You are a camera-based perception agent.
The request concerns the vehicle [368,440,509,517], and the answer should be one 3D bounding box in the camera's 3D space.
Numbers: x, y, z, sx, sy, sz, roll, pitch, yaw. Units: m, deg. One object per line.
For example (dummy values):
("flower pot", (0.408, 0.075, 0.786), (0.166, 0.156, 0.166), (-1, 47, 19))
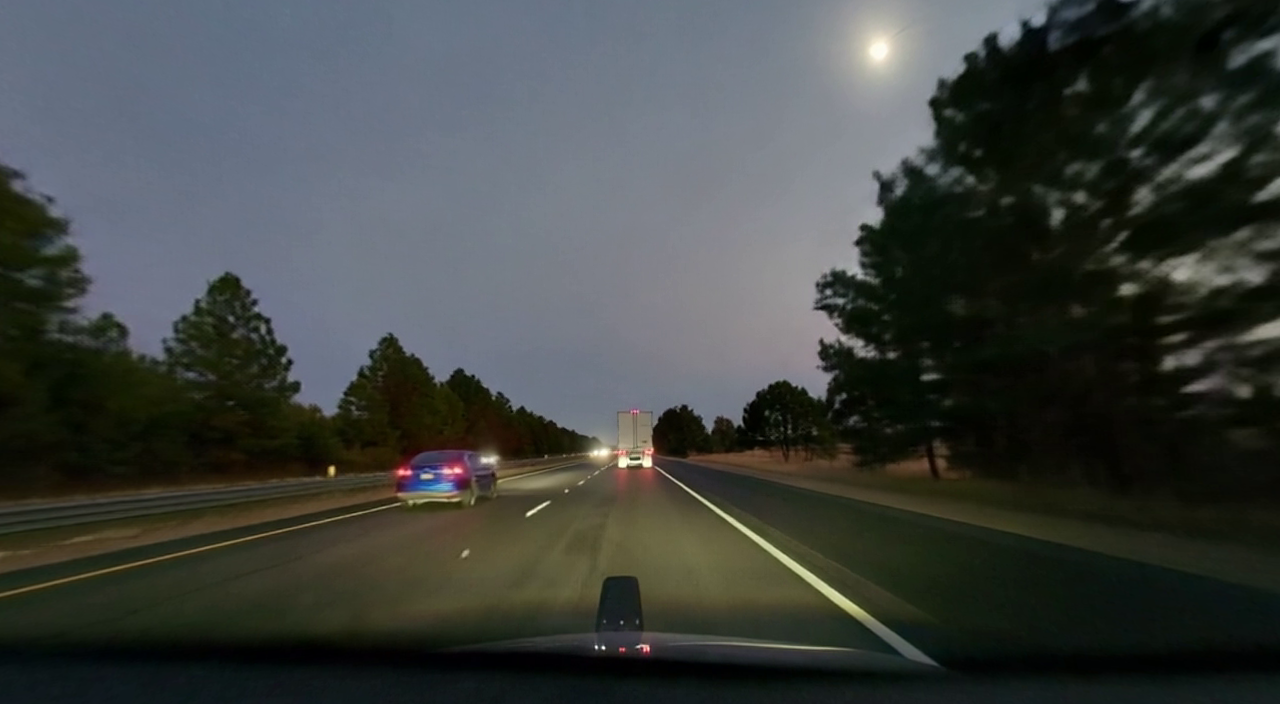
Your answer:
("vehicle", (-4.383, 2.800, 14.399), (1.937, 1.493, 3.779), (0, -9, 0))
